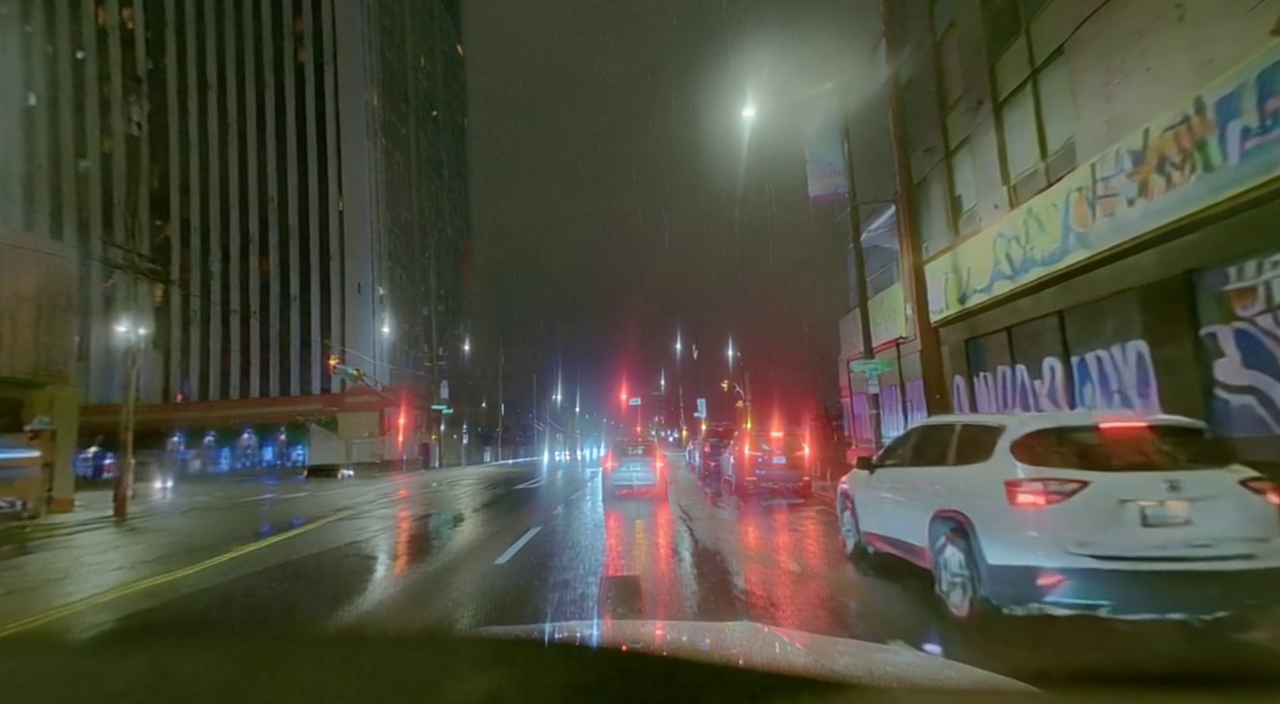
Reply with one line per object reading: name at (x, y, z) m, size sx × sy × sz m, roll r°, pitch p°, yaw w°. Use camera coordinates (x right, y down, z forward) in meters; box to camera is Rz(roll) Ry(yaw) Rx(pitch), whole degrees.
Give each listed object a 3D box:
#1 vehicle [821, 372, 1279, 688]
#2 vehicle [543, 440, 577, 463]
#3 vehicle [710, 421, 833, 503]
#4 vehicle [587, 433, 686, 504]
vehicle at (3.283, 1.295, 5.694) m, size 1.938 × 1.714 × 4.402 m, roll 0°, pitch -9°, yaw 0°
vehicle at (-6.036, 7.576, 47.836) m, size 2.059 × 1.699 × 4.252 m, roll 0°, pitch -9°, yaw 1°
vehicle at (3.172, 2.782, 16.233) m, size 2.060 × 1.783 × 4.579 m, roll 0°, pitch -9°, yaw -1°
vehicle at (-0.053, 2.868, 15.891) m, size 2.153 × 1.505 × 4.452 m, roll 0°, pitch -9°, yaw 1°
